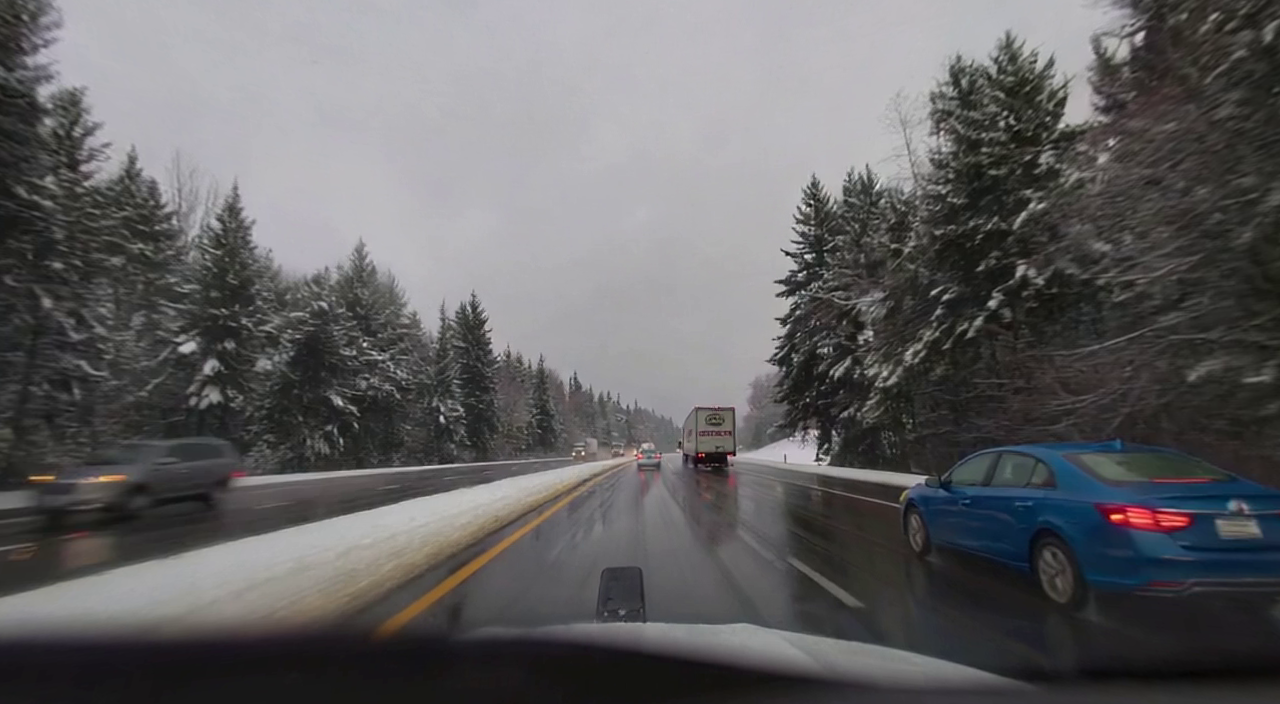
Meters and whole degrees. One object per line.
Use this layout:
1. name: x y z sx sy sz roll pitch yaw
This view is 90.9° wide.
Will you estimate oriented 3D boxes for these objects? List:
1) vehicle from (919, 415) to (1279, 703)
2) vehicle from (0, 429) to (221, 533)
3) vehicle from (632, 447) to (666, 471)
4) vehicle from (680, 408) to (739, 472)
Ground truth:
1. vehicle: 4.264 1.394 5.221 2.169 1.531 3.775 0 -9 0
2. vehicle: -12.493 2.858 14.581 2.134 1.960 4.875 0 -9 1
3. vehicle: 0.582 6.952 40.963 2.074 1.475 3.960 0 -9 1
4. vehicle: 4.864 6.706 47.196 2.909 4.074 14.457 0 -9 1
